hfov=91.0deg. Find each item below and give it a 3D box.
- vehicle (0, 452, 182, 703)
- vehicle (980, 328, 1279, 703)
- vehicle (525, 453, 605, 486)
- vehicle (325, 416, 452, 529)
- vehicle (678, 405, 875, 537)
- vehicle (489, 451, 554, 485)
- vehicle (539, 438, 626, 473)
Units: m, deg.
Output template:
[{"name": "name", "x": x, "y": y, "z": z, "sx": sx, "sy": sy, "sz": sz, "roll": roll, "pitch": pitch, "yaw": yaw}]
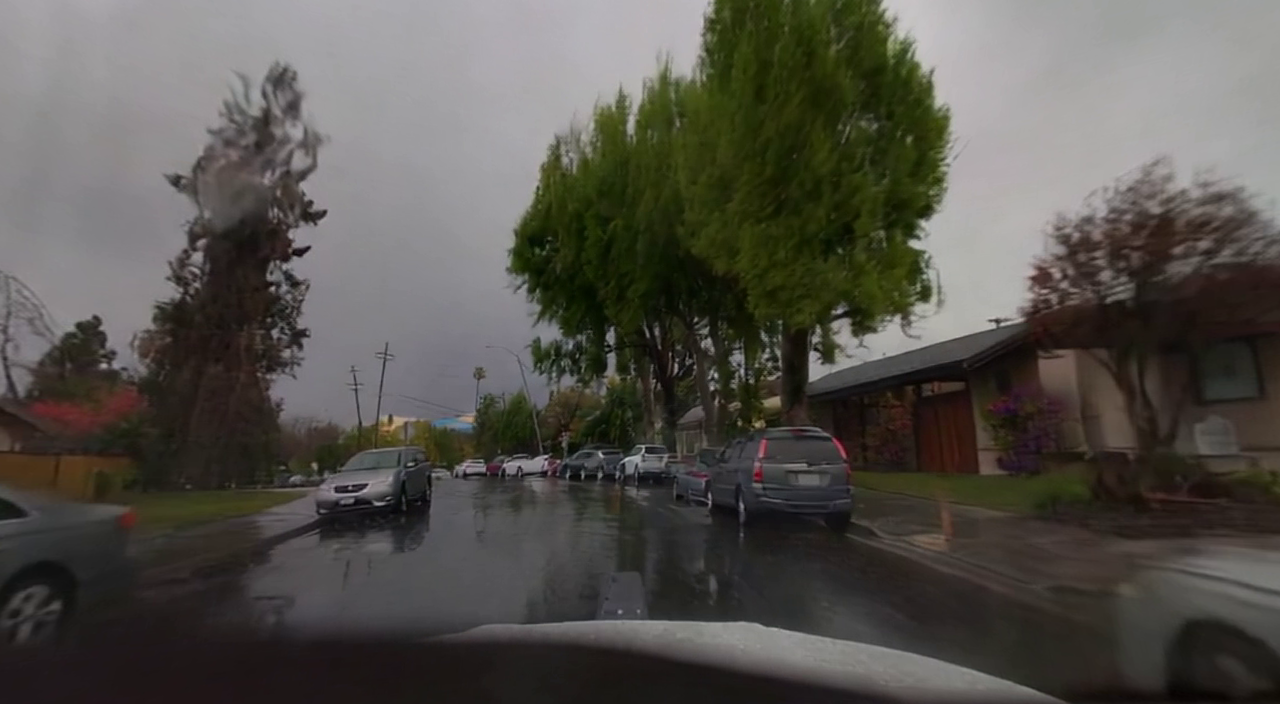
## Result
[{"name": "vehicle", "x": -4.841, "y": 1.238, "z": 2.909, "sx": 1.908, "sy": 1.482, "sz": 4.612, "roll": 0, "pitch": -8, "yaw": 1}, {"name": "vehicle", "x": 2.681, "y": 0.656, "z": 0.852, "sx": 2.076, "sy": 1.658, "sz": 4.604, "roll": 0, "pitch": -9, "yaw": 4}, {"name": "vehicle", "x": -3.932, "y": 5.939, "z": 32.193, "sx": 2.108, "sy": 1.503, "sz": 4.977, "roll": 5, "pitch": -10, "yaw": -31}, {"name": "vehicle", "x": -6.704, "y": 3.239, "z": 17.541, "sx": 2.337, "sy": 2.289, "sz": 6.092, "roll": -6, "pitch": -8, "yaw": -15}, {"name": "vehicle", "x": 2.266, "y": 2.181, "z": 12.169, "sx": 2.139, "sy": 1.997, "sz": 4.864, "roll": 1, "pitch": -9, "yaw": -7}, {"name": "vehicle", "x": -6.980, "y": 6.684, "z": 36.681, "sx": 1.918, "sy": 1.753, "sz": 4.655, "roll": 6, "pitch": -10, "yaw": -35}, {"name": "vehicle", "x": -3.942, "y": 7.101, "z": 43.381, "sx": 5.510, "sy": 2.121, "sz": 2.129, "roll": 0, "pitch": -9, "yaw": 14}]
